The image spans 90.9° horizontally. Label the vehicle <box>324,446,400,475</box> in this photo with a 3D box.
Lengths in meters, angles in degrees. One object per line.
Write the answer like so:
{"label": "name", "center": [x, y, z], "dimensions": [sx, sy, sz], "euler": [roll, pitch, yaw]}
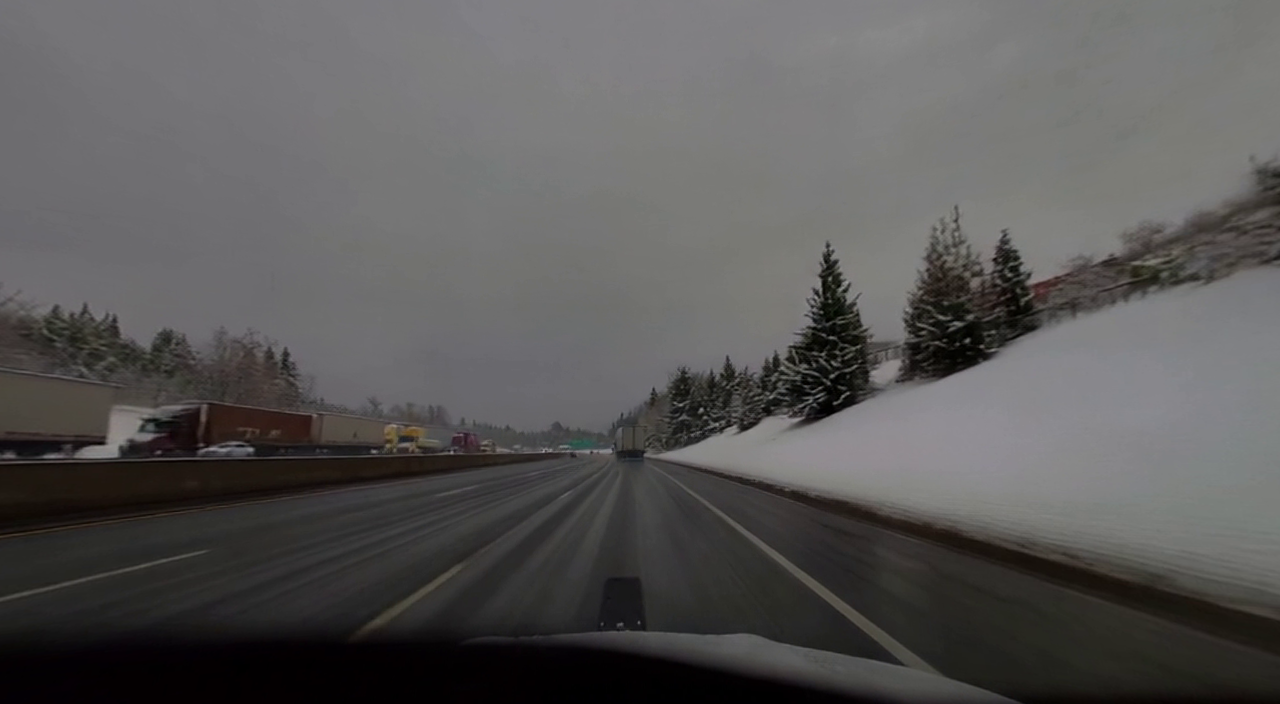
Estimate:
{"label": "vehicle", "center": [-15.408, 6.038, 35.235], "dimensions": [2.155, 1.506, 4.541], "euler": [0, -9, 0]}

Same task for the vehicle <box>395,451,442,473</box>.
{"label": "vehicle", "center": [-15.382, 7.629, 43.983], "dimensions": [1.827, 1.416, 3.911], "euler": [0, -9, 0]}

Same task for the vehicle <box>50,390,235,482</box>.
{"label": "vehicle", "center": [-23.690, 4.153, 30.703], "dimensions": [2.971, 3.926, 7.189], "euler": [0, -9, -1]}

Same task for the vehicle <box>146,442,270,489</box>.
{"label": "vehicle", "center": [-15.296, 4.034, 22.581], "dimensions": [1.699, 1.513, 3.748], "euler": [0, -9, 1]}
